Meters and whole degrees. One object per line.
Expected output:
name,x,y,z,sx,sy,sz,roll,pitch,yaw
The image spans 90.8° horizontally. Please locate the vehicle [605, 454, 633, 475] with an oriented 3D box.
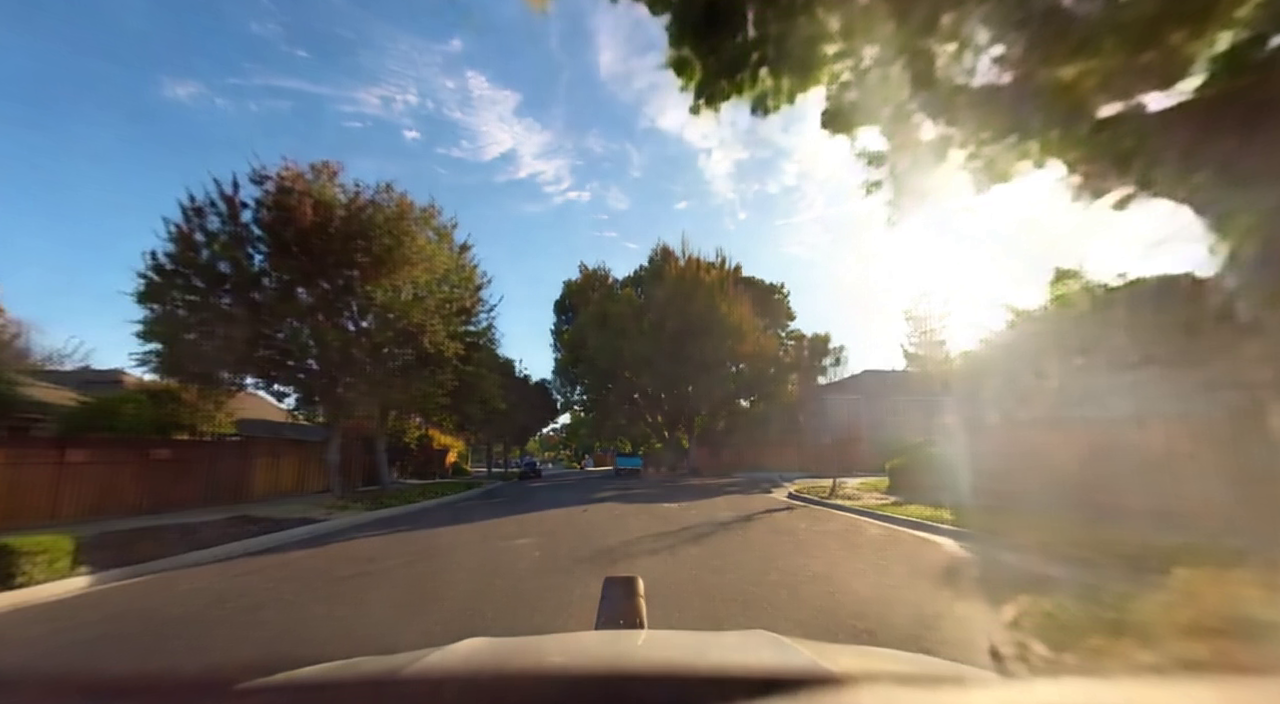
vehicle,-1.639,8.657,48.652,2.064,1.477,3.968,1,-9,-3
